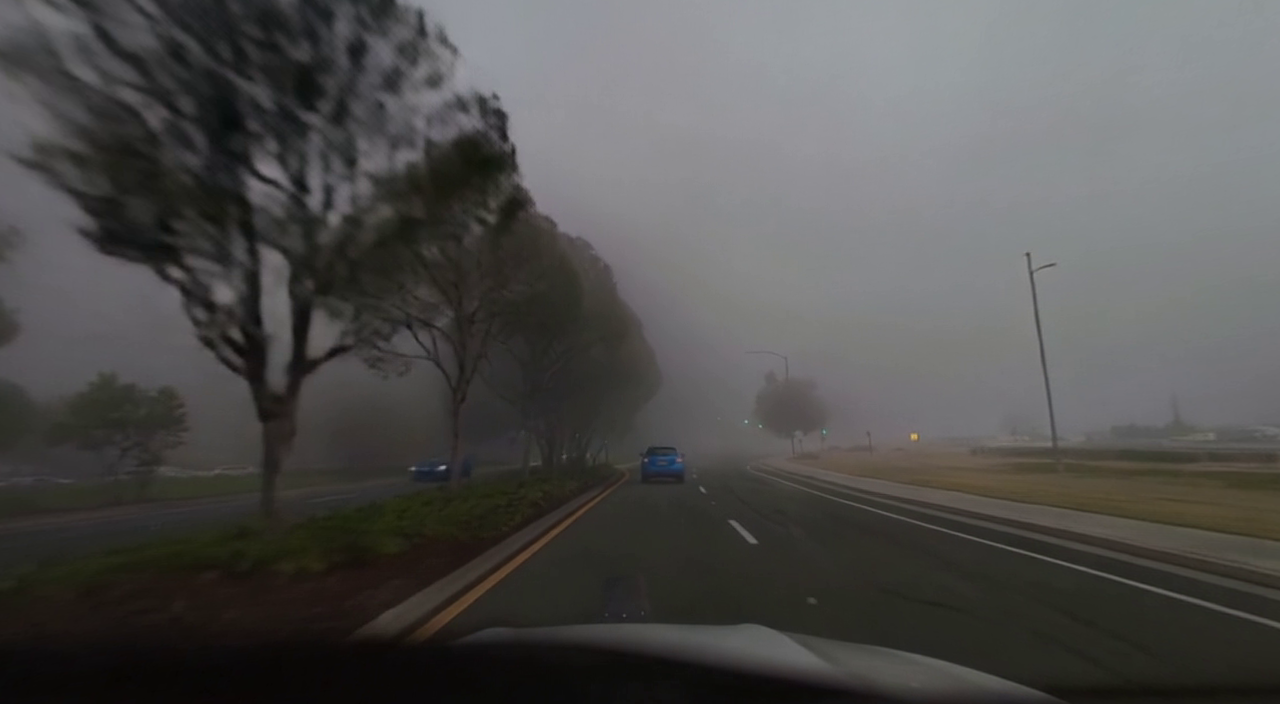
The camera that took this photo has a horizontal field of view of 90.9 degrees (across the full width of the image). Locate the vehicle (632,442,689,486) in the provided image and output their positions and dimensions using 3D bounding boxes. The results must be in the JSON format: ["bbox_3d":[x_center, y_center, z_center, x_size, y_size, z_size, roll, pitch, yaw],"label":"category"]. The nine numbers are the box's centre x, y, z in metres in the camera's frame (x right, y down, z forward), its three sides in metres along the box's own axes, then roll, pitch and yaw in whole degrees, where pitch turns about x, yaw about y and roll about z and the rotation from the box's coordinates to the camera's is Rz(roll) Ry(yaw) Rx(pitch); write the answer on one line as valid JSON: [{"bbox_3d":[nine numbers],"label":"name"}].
[{"bbox_3d":[0.846,4.257,24.216,2.010,1.535,3.735,-1,-8,3],"label":"vehicle"}]
